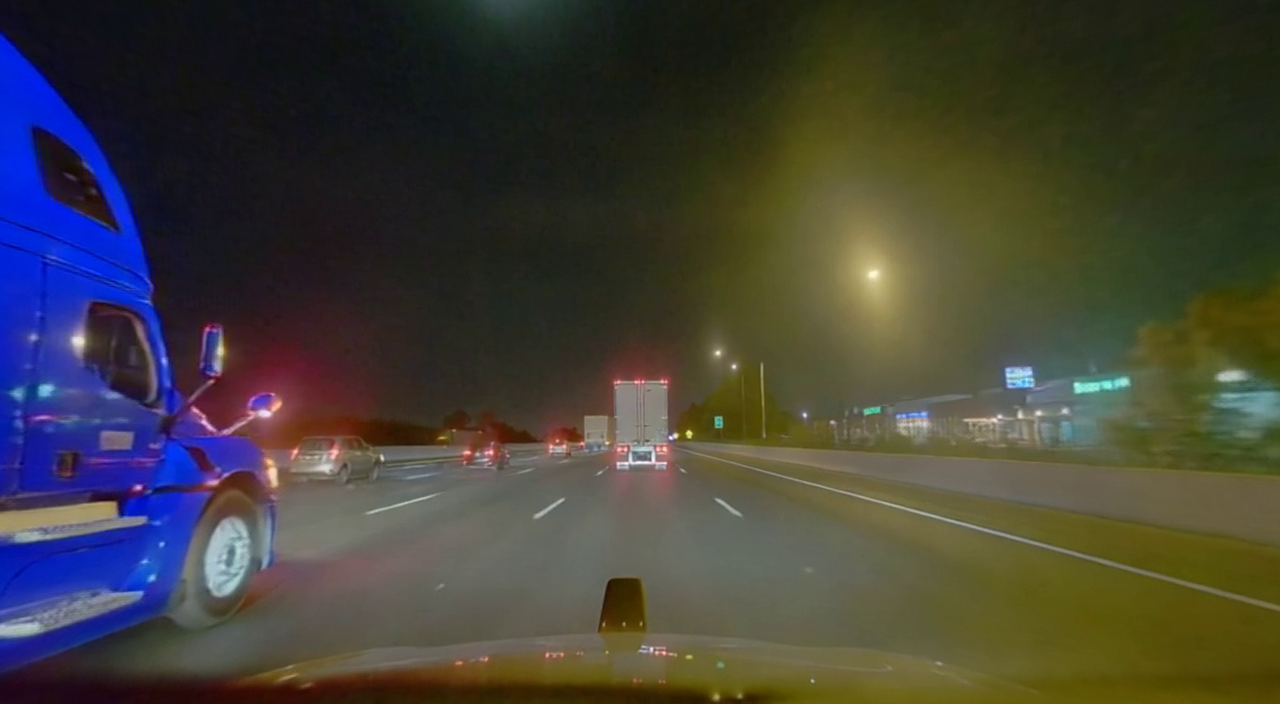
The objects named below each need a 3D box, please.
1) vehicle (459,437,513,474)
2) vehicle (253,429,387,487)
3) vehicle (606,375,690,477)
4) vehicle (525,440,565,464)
[{"bbox_3d":[-6.970,4.694,28.768,1.736,1.580,2.778,0,-9,0],"label":"vehicle"},{"bbox_3d":[-10.890,3.643,21.945,2.046,1.779,4.752,0,-9,1],"label":"vehicle"},{"bbox_3d":[0.222,3.335,27.215,2.941,3.604,9.851,0,-9,-1],"label":"vehicle"},{"bbox_3d":[-5.914,6.284,39.737,1.933,1.459,4.478,0,-9,-1],"label":"vehicle"}]
